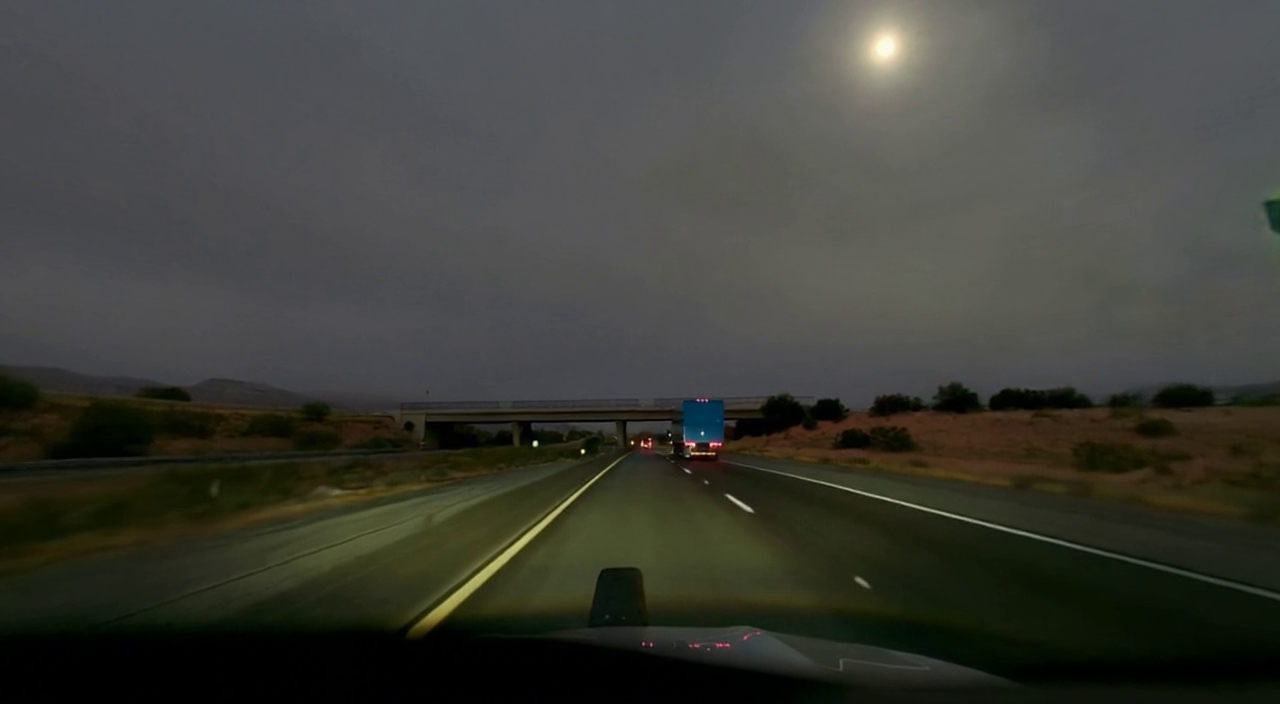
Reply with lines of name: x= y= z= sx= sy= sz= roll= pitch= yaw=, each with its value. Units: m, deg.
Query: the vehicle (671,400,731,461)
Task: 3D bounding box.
vehicle: x=4.068 y=5.630 z=44.707 sx=3.024 sy=3.834 sz=10.128 roll=0 pitch=-8 yaw=-1
